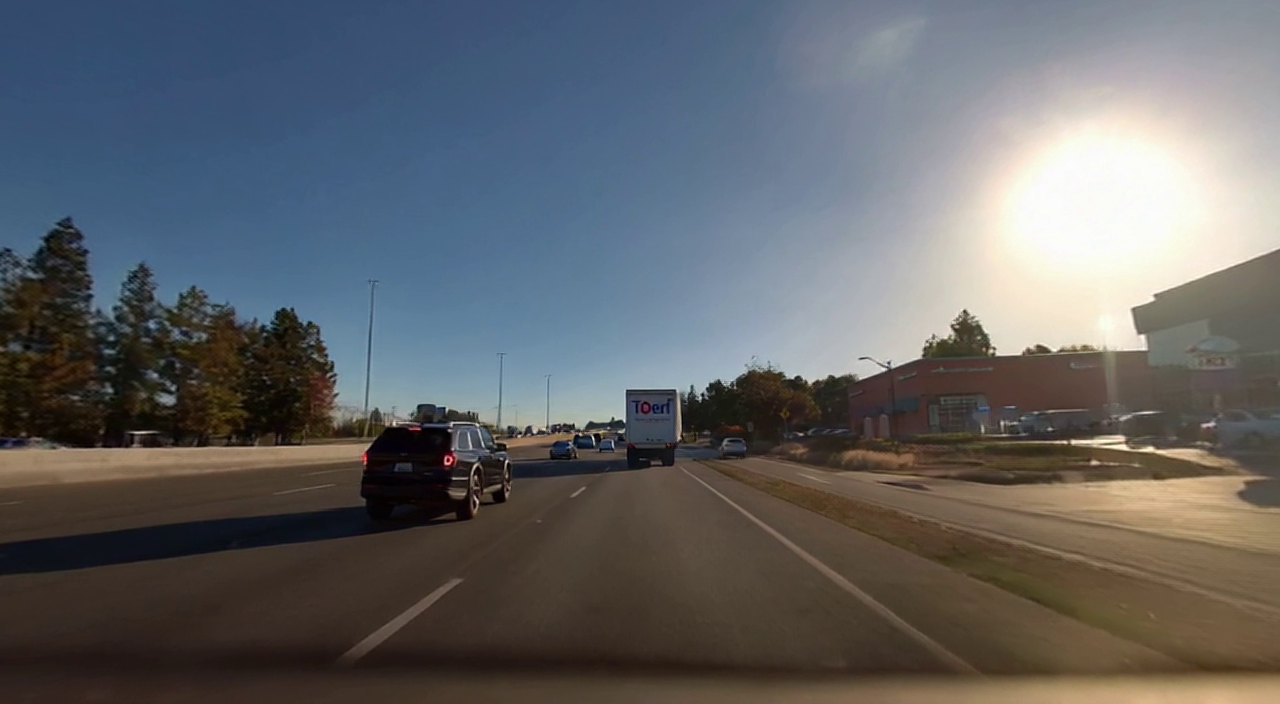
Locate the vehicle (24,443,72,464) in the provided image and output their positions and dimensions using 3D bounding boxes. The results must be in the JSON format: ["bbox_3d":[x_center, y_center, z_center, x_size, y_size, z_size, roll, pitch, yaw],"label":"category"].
[{"bbox_3d":[-43.016,7.345,45.578,4.441,1.501,1.924,-7,-11,40],"label":"vehicle"}]

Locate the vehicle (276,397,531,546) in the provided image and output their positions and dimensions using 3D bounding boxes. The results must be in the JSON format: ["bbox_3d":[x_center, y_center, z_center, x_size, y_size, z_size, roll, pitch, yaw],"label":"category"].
[{"bbox_3d":[-3.376,1.847,10.321,2.178,1.826,4.933,0,-9,1],"label":"vehicle"}]

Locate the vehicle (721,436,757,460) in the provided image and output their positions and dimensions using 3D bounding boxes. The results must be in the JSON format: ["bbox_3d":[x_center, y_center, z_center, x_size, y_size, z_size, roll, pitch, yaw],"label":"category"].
[{"bbox_3d":[7.183,7.049,46.103,1.958,1.681,4.109,0,-9,0],"label":"vehicle"}]

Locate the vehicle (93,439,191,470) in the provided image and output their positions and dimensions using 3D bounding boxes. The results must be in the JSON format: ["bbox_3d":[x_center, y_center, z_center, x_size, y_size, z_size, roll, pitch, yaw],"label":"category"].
[{"bbox_3d":[-28.853,5.947,36.573,1.959,1.681,4.487,0,-9,1],"label":"vehicle"}]

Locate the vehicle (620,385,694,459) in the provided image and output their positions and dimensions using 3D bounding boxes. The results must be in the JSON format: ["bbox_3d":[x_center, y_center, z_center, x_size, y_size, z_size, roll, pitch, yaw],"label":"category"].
[{"bbox_3d":[1.549,4.851,42.883,3.657,4.173,13.731,-1,-7,7],"label":"vehicle"}]
